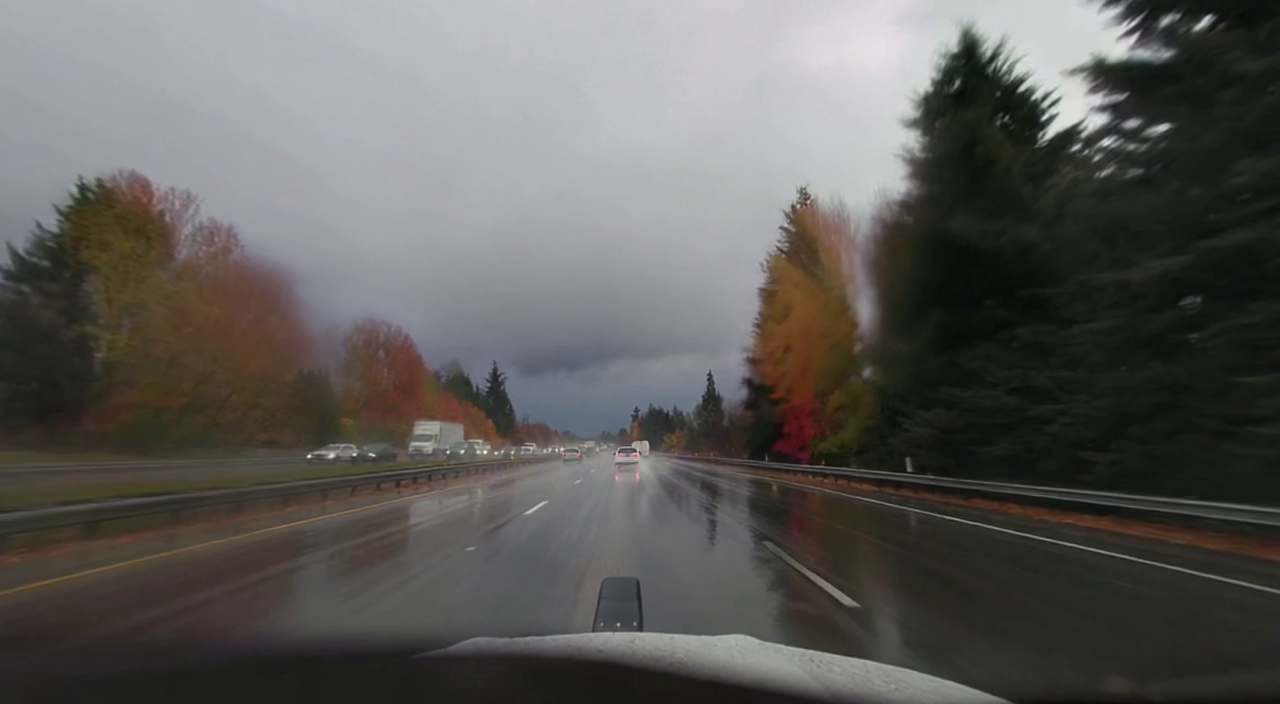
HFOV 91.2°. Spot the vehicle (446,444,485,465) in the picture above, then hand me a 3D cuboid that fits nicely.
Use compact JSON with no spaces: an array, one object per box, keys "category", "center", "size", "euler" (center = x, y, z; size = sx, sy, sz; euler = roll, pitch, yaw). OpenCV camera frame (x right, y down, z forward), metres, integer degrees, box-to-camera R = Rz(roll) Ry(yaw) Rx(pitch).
[{"category":"vehicle","center":[-13.195,7.775,47.520],"size":[1.881,1.507,3.991],"euler":[0,-9,-1]}]

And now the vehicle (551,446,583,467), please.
[{"category":"vehicle","center":[-5.517,7.940,47.697],"size":[2.002,1.537,4.269],"euler":[0,-9,-2]}]

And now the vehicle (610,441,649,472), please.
[{"category":"vehicle","center":[-0.633,6.024,36.190],"size":[2.115,1.661,4.049],"euler":[0,-9,-1]}]

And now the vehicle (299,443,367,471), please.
[{"category":"vehicle","center":[-18.079,6.217,37.186],"size":[1.850,1.509,4.482],"euler":[0,-9,-1]}]
